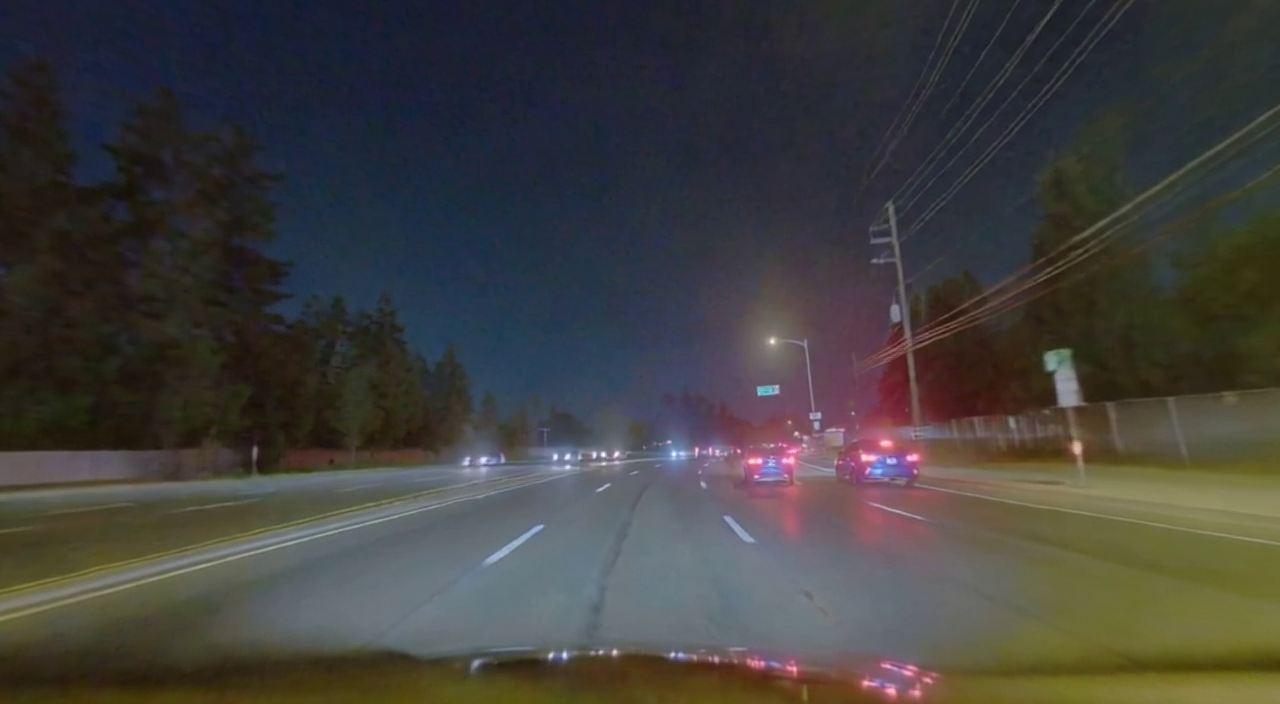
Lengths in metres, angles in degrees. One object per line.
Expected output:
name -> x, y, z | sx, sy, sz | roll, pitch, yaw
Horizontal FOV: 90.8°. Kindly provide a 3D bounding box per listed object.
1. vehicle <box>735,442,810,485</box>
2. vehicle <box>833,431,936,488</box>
vehicle -> 4.901, 4.166, 23.970 | 2.035, 1.460, 4.392 | -1, -9, 2
vehicle -> 8.487, 3.788, 22.430 | 2.029, 1.795, 4.371 | -1, -9, 2
